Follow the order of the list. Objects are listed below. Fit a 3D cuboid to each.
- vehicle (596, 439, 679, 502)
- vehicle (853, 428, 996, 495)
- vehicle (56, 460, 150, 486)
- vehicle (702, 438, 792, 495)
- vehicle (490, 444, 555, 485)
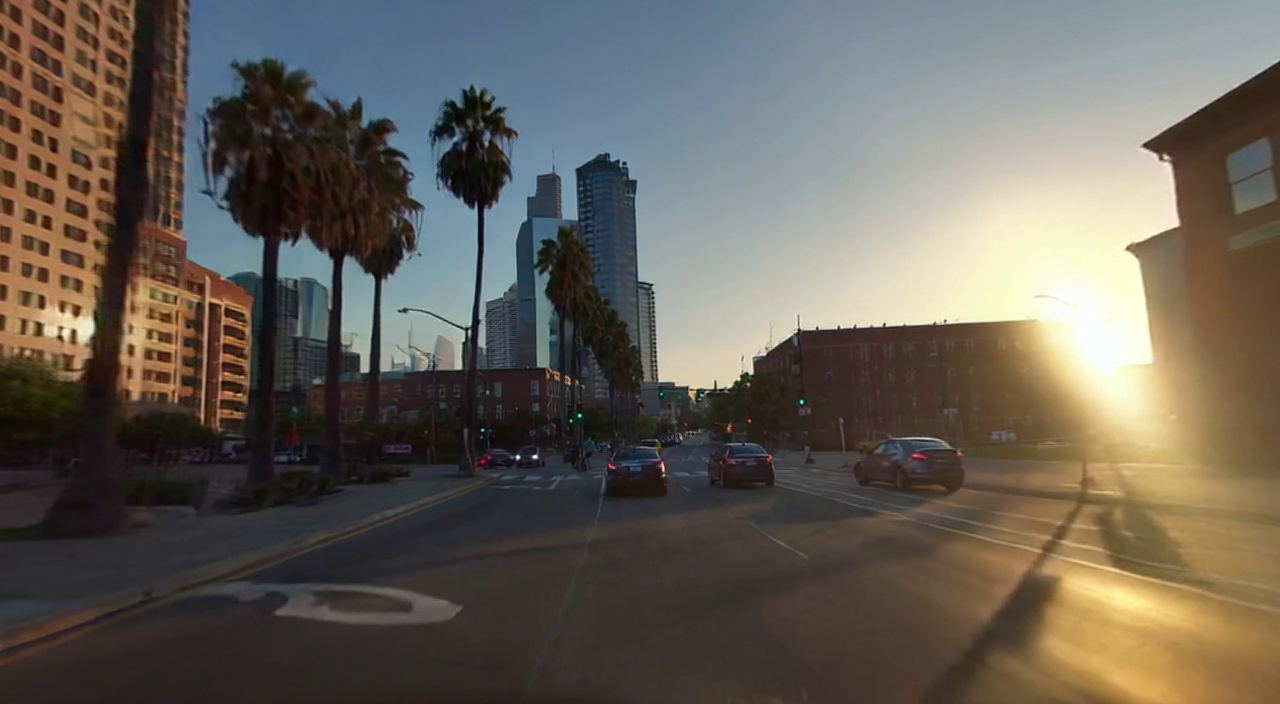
[{"bbox_3d":[-0.116,3.185,17.361,2.048,1.503,3.681,0,-9,-2],"label":"vehicle"},{"bbox_3d":[8.050,3.140,18.448,2.000,1.685,4.487,0,-9,-1],"label":"vehicle"},{"bbox_3d":[-41.461,9.303,48.811,5.791,1.900,2.283,-2,-9,12],"label":"vehicle"},{"bbox_3d":[3.084,3.371,18.920,1.909,1.500,3.524,0,-9,-3],"label":"vehicle"},{"bbox_3d":[-4.697,4.549,25.968,1.977,1.501,4.435,0,-9,-2],"label":"vehicle"}]
